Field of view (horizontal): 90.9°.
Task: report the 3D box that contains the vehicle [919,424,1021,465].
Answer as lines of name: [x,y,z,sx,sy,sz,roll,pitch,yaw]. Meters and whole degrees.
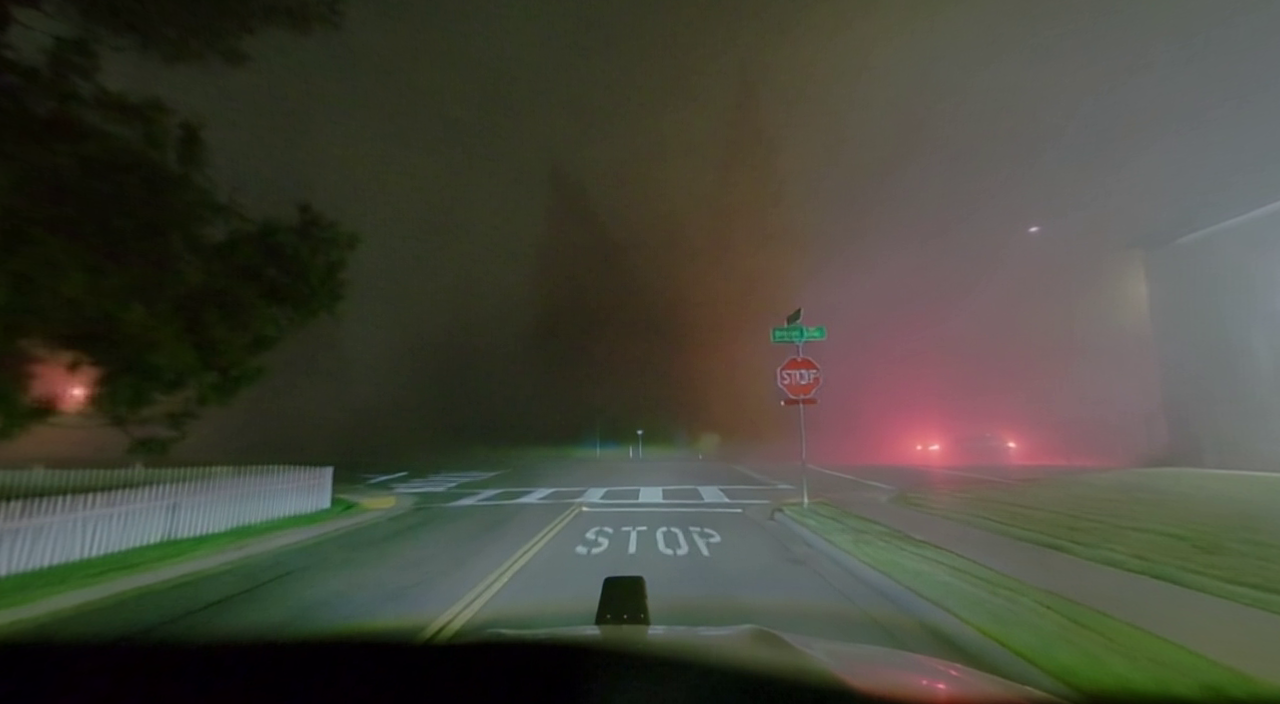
vehicle: [18.922,5.346,36.360,2.395,2.164,4.475,5,-10,-27]
